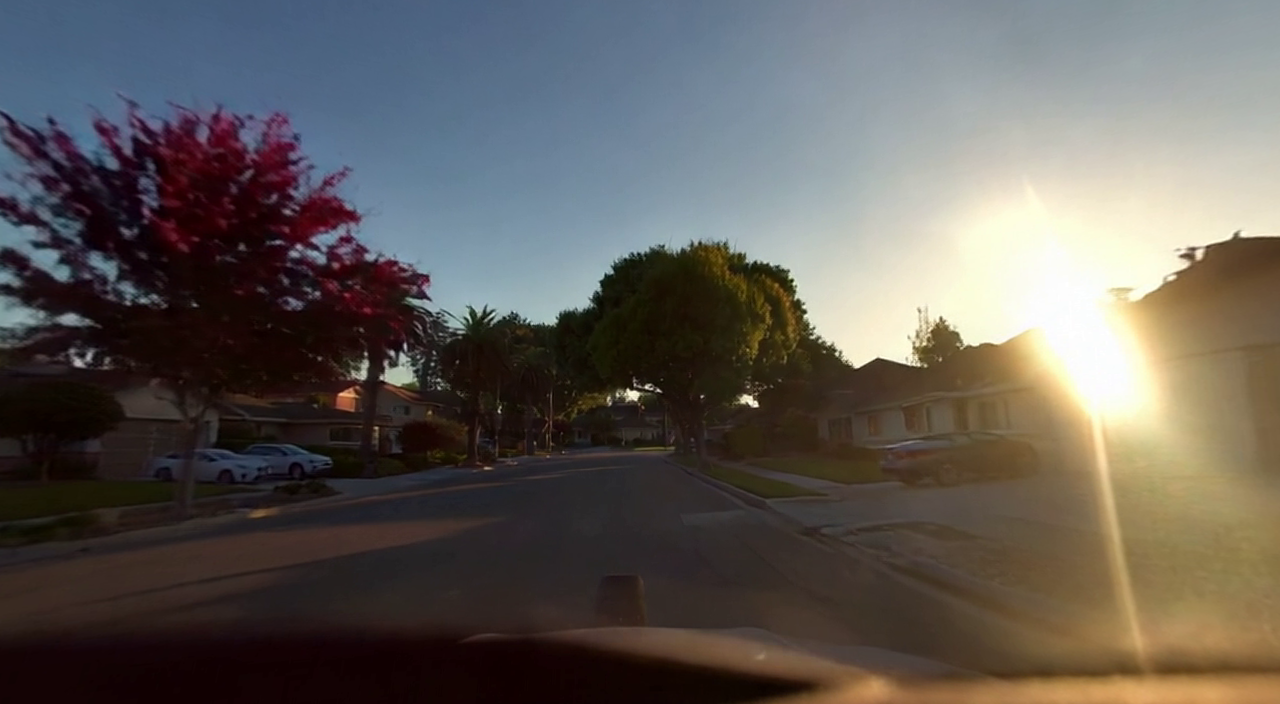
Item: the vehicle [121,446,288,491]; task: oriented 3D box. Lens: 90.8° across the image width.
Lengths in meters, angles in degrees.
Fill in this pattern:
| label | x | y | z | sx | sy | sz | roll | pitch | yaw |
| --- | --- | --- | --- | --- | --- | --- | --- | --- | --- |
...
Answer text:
| label | x | y | z | sx | sy | sz | roll | pitch | yaw |
| --- | --- | --- | --- | --- | --- | --- | --- | --- | --- |
| vehicle | -15.385 | 4.119 | 22.572 | 4.358 | 1.516 | 2.077 | 0 | -9 | -3 |
